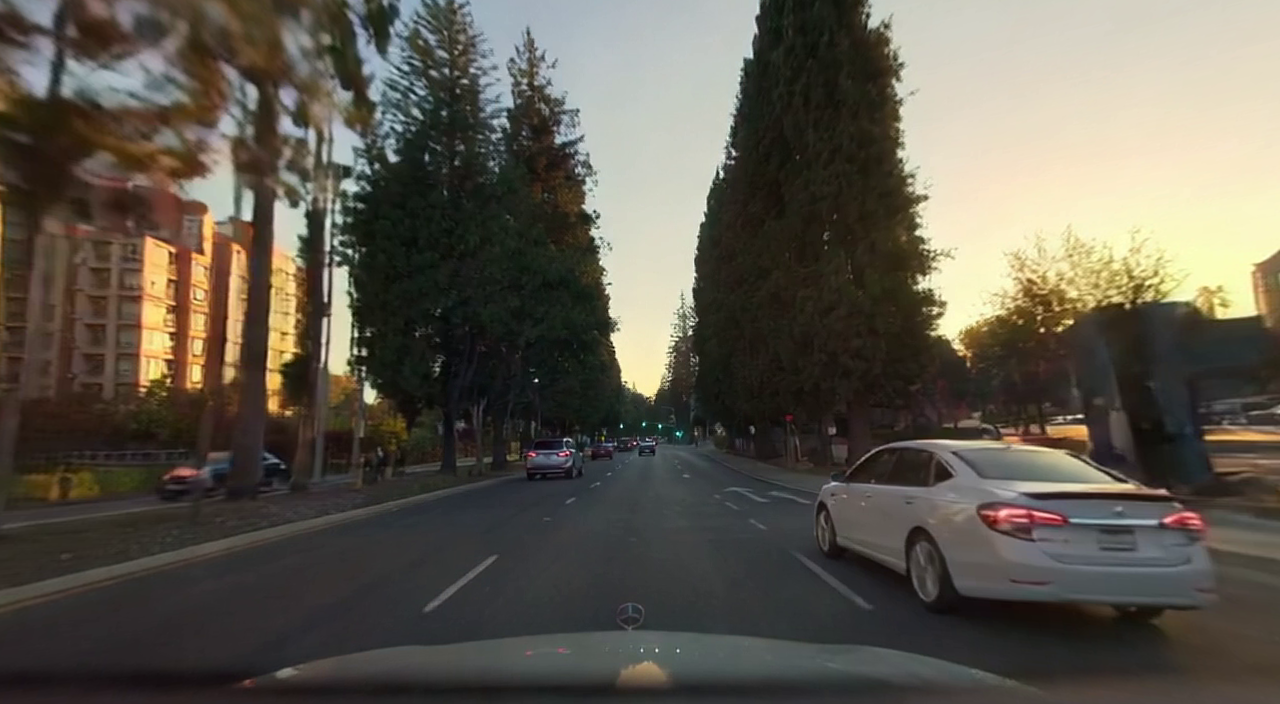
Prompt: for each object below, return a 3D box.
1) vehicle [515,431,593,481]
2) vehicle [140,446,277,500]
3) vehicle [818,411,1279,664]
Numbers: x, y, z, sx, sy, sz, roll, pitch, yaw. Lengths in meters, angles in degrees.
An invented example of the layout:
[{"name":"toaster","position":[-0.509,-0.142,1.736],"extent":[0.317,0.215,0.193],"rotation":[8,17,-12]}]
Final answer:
[{"name":"vehicle","position":[-3.347,4.182,25.596],"extent":[2.216,1.828,4.886],"rotation":[-1,-8,3]},{"name":"vehicle","position":[-17.789,4.961,26.376],"extent":[2.194,1.973,4.870],"rotation":[0,-8,0]},{"name":"vehicle","position":[3.307,1.450,6.068],"extent":[1.945,1.530,4.320],"rotation":[0,-8,0]}]
